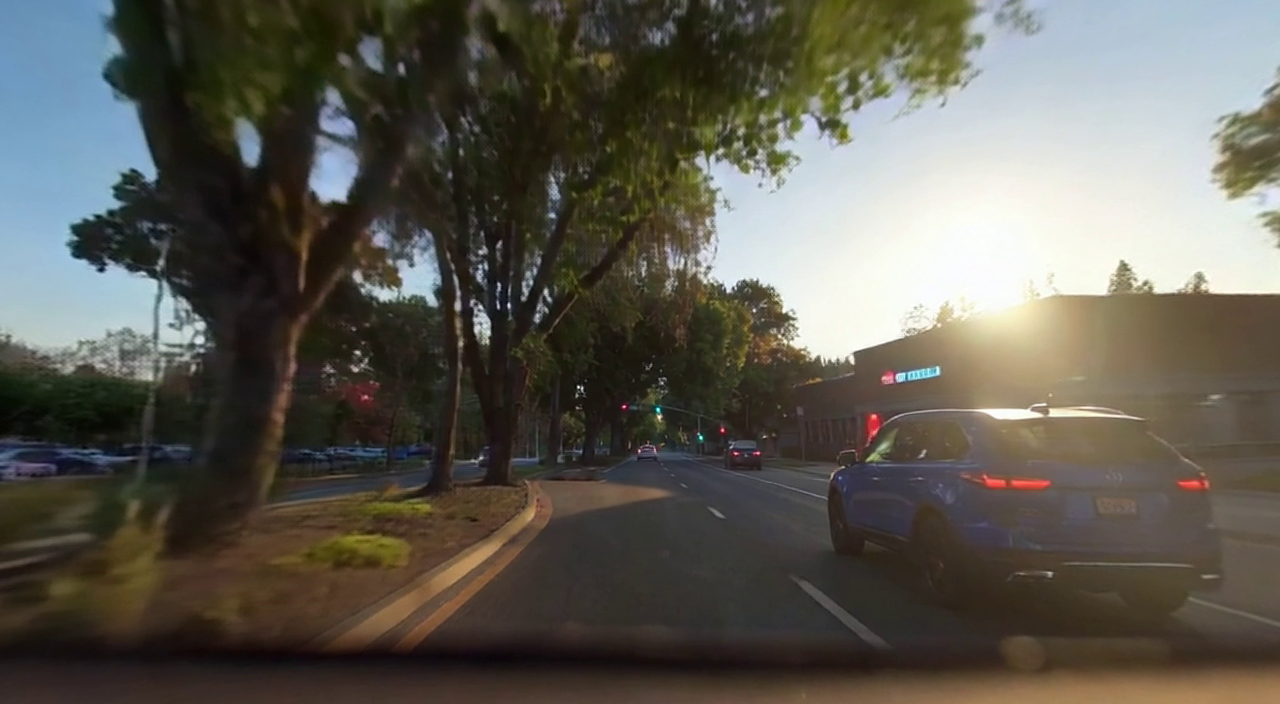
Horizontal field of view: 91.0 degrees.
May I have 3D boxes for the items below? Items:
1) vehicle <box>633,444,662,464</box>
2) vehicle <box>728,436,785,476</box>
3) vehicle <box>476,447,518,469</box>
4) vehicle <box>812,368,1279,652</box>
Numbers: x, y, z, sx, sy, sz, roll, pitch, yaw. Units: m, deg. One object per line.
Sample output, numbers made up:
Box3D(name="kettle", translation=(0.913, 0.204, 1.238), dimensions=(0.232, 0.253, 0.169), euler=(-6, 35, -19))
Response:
Box3D(name="vehicle", translation=(0.603, 7.819, 48.333), dimensions=(2.131, 1.474, 4.146), euler=(0, -8, 1))
Box3D(name="vehicle", translation=(5.698, 5.130, 31.350), dimensions=(2.085, 1.828, 5.383), euler=(0, -8, 3))
Box3D(name="vehicle", translation=(-10.840, 8.075, 48.159), dimensions=(1.955, 1.507, 4.750), euler=(0, -8, 2))
Box3D(name="vehicle", translation=(3.398, 1.350, 6.390), dimensions=(2.033, 1.865, 4.360), euler=(0, -8, 0))
